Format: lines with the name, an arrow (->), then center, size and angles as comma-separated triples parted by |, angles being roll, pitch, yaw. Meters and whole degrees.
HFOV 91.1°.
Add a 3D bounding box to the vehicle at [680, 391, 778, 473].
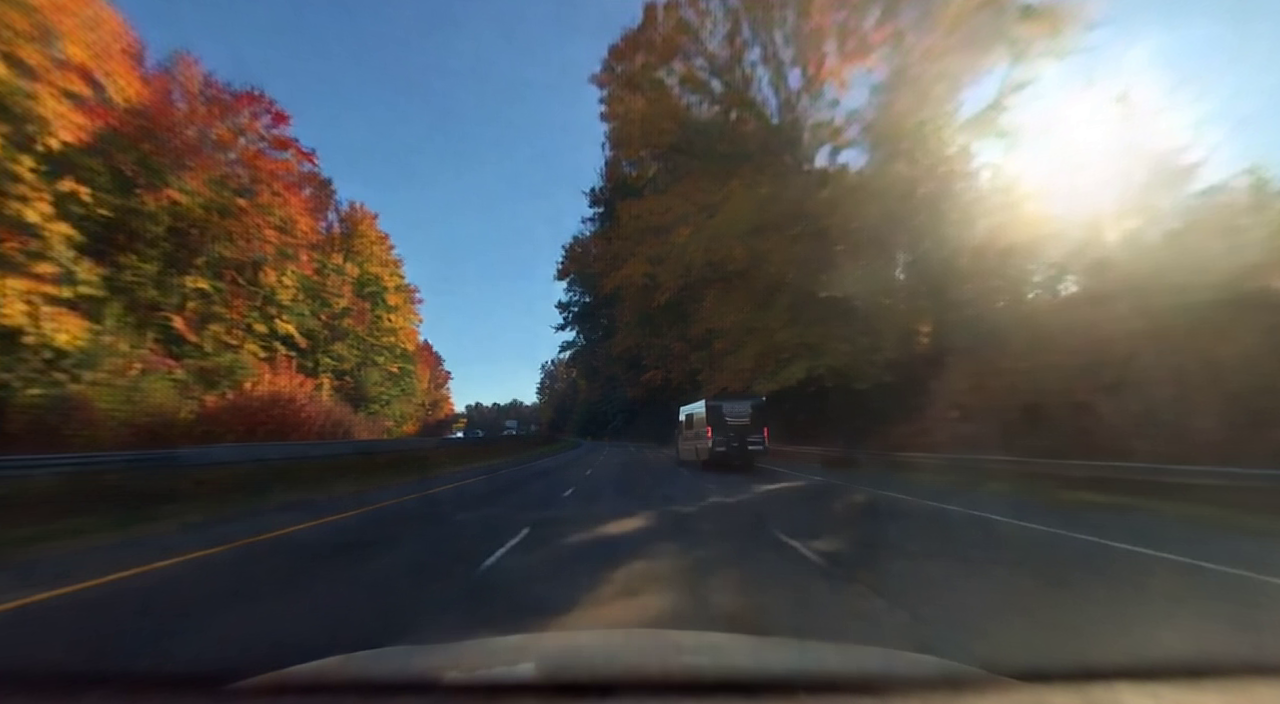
vehicle -> 3.353, 3.277, 25.714 | 2.815, 2.876, 7.101 | 0, -8, -1
